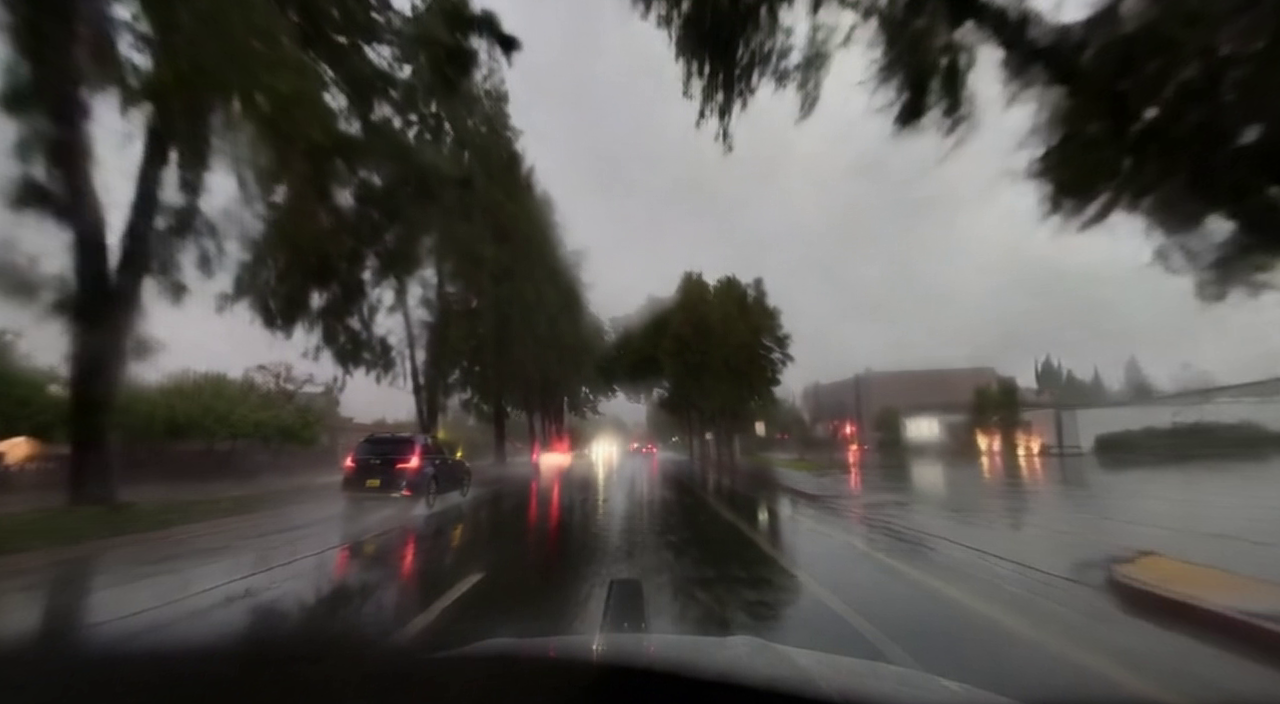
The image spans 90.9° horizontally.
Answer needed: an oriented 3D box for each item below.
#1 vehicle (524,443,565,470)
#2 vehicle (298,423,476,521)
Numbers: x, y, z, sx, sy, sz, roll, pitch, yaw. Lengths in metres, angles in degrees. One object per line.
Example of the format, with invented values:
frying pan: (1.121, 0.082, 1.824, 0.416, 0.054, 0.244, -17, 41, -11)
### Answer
vehicle: (-6.268, 6.937, 41.938, 1.985, 1.708, 4.310, 0, -9, 1)
vehicle: (-5.187, 2.521, 13.712, 2.123, 1.761, 4.322, 0, -9, -1)
